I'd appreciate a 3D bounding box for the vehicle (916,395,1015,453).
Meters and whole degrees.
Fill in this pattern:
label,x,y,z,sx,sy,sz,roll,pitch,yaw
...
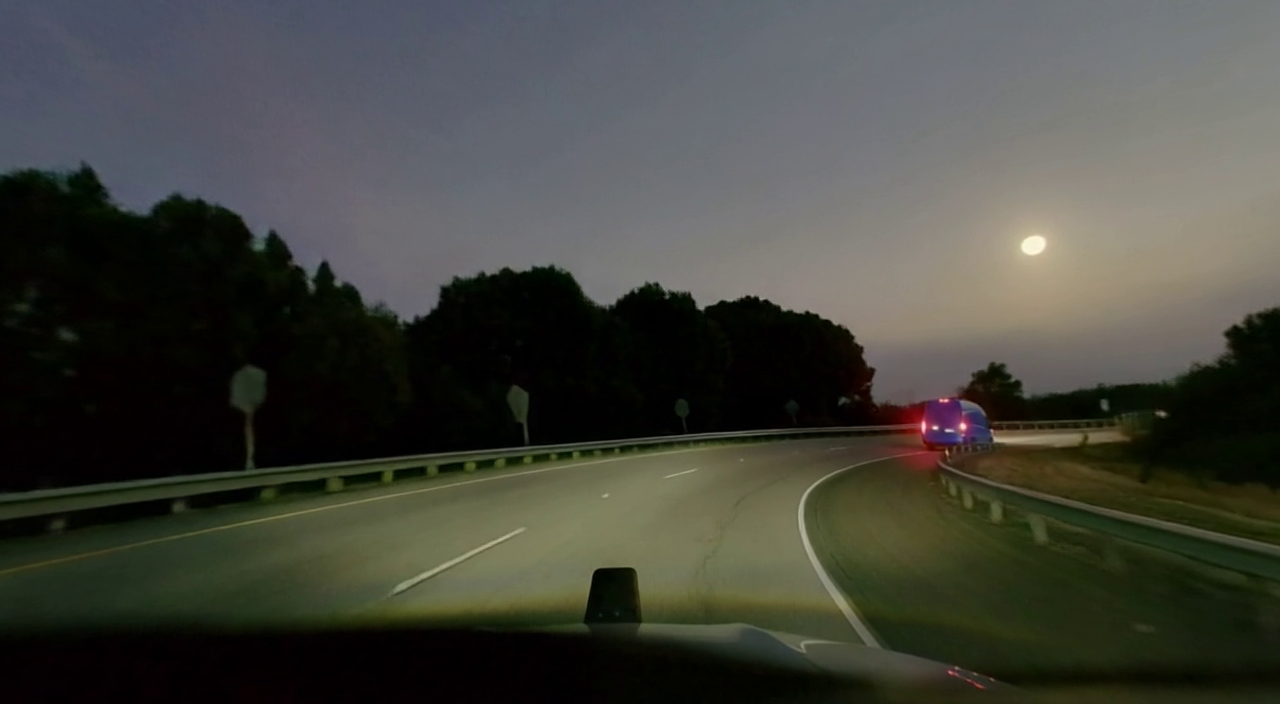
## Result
label,x,y,z,sx,sy,sz,roll,pitch,yaw
vehicle,16.078,3.593,31.001,5.330,2.577,2.352,6,-10,-40
